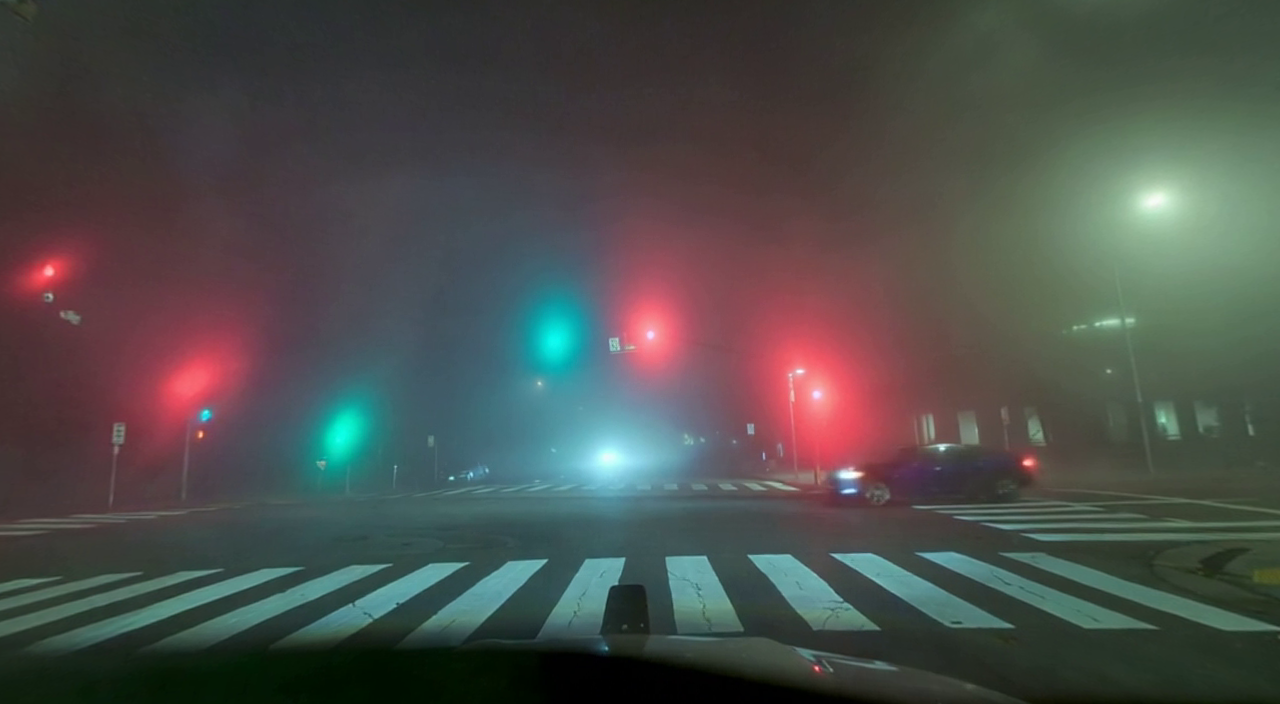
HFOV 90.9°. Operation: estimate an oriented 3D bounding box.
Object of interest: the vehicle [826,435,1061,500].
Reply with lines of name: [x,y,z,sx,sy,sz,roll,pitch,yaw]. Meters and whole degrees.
vehicle: [7.381,2.849,15.756,4.847,1.484,1.926,0,-8,0]
